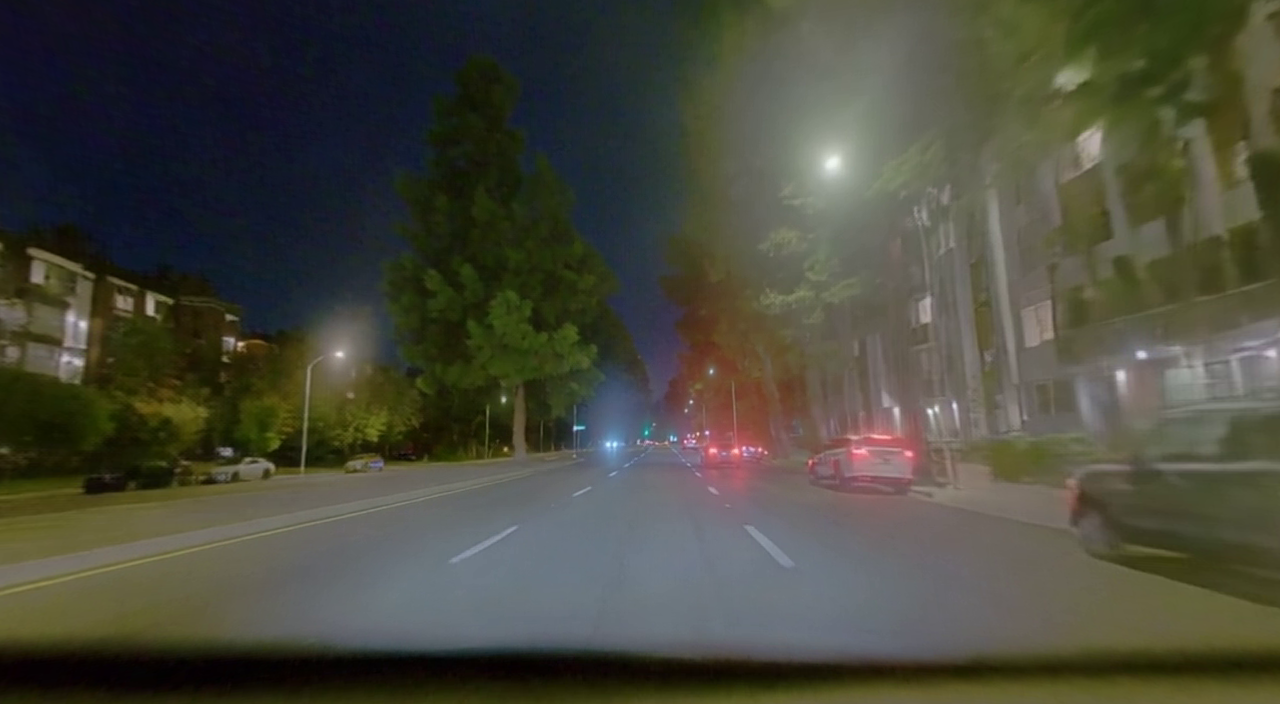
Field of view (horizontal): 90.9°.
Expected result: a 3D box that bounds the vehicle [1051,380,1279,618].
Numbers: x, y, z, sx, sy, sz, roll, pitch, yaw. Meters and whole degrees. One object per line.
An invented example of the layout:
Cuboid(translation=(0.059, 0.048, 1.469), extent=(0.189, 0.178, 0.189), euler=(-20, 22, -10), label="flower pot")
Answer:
Cuboid(translation=(6.395, 1.217, 5.111), extent=(2.213, 1.949, 5.907), euler=(1, -8, 1), label="vehicle")

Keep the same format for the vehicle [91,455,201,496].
Cuboid(translation=(-22.271, 5.537, 28.606), extent=(1.780, 1.573, 3.881), euler=(-3, -8, 1), label="vehicle")

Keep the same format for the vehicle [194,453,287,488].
Cuboid(translation=(-21.674, 6.432, 34.466), extent=(1.882, 1.479, 4.822), euler=(-6, -8, 1), label="vehicle")

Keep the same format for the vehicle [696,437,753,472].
Cuboid(translation=(3.876, 4.764, 29.611), extent=(2.128, 1.502, 4.572), euler=(0, -8, 1), label="vehicle")

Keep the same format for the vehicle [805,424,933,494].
Cuboid(translation=(6.808, 3.230, 19.455), extent=(2.092, 1.849, 5.068), euler=(0, -8, 1), label="vehicle")

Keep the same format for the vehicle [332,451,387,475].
Cuboid(translation=(-21.555, 8.508, 48.674), extent=(1.883, 1.671, 4.779), euler=(0, -8, 2), label="vehicle")
